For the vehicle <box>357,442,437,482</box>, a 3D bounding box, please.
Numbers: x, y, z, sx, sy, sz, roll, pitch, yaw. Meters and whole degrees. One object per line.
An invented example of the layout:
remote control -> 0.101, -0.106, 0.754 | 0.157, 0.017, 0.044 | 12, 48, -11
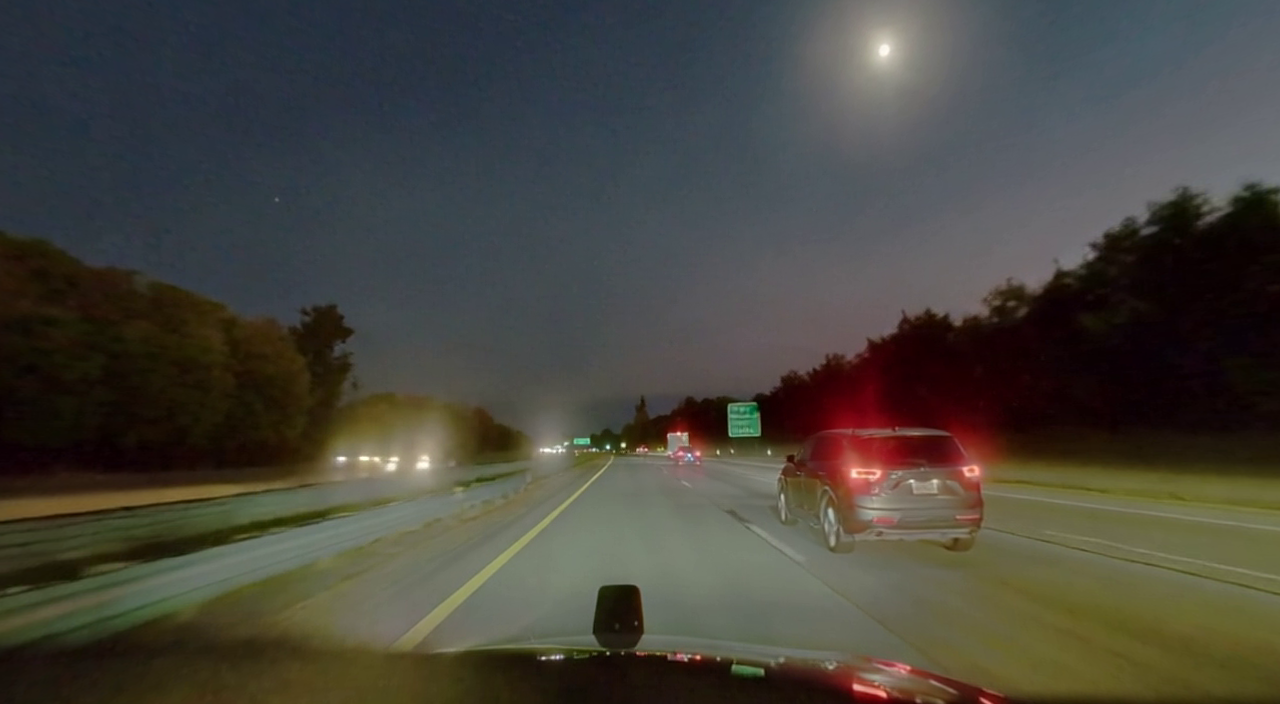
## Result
vehicle -> -9.752, 4.415, 25.455 | 1.786, 1.466, 3.718 | 0, -9, -1

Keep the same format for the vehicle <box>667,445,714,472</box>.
vehicle -> 2.873, 6.248, 36.984 | 2.244, 1.498, 4.338 | 0, -9, -2
